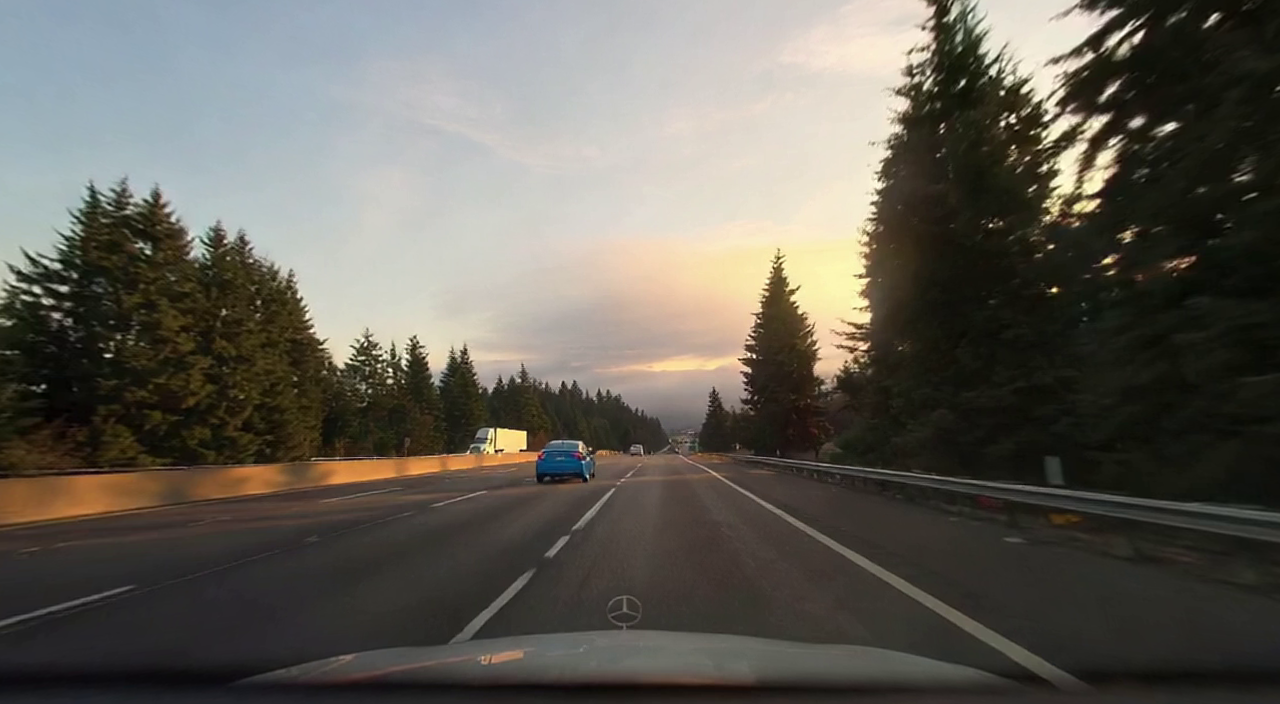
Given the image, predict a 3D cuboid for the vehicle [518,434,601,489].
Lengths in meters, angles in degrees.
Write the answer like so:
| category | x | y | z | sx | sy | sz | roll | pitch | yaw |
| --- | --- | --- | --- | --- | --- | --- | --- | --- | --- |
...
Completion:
| category | x | y | z | sx | sy | sz | roll | pitch | yaw |
| --- | --- | --- | --- | --- | --- | --- | --- | --- | --- |
| vehicle | -2.624 | 3.681 | 21.477 | 2.133 | 1.686 | 4.203 | -1 | -8 | 2 |
